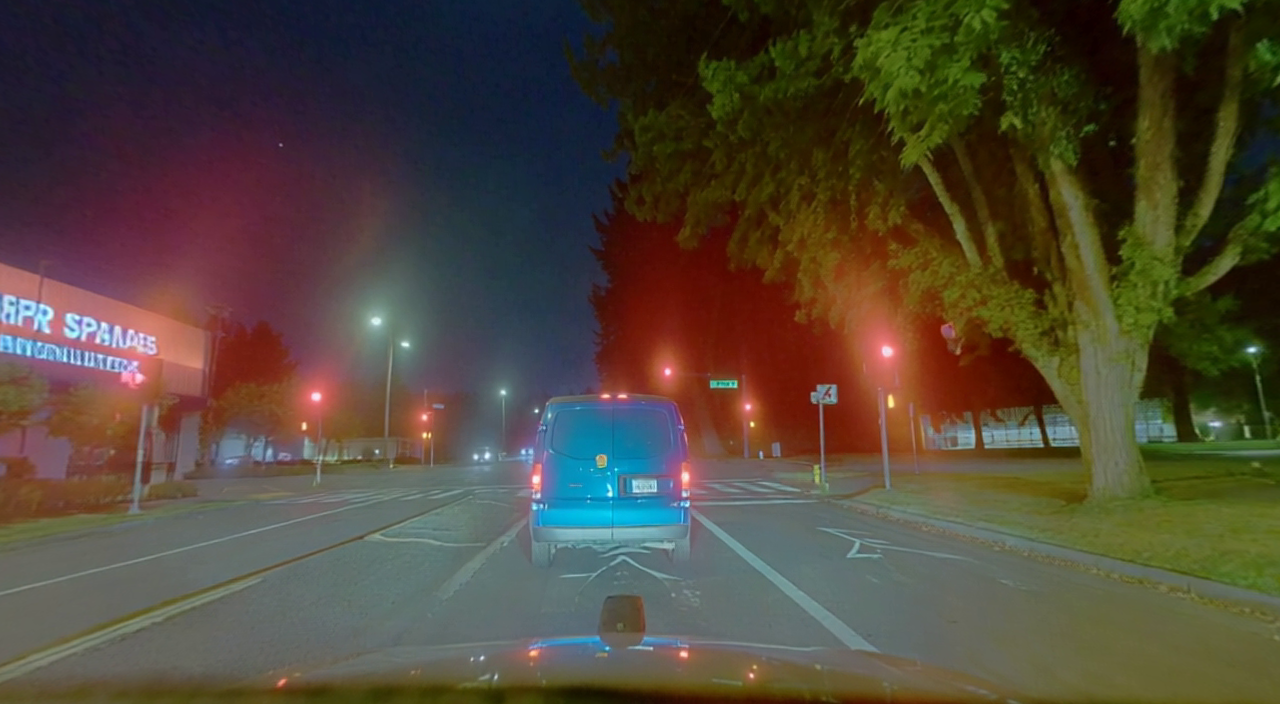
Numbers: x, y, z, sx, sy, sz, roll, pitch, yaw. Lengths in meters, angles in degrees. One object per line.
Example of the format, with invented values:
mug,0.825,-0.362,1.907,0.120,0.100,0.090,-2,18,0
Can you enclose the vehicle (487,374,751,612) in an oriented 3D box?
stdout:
vehicle,-0.300,1.465,7.289,2.181,1.949,3.932,1,-9,-4
